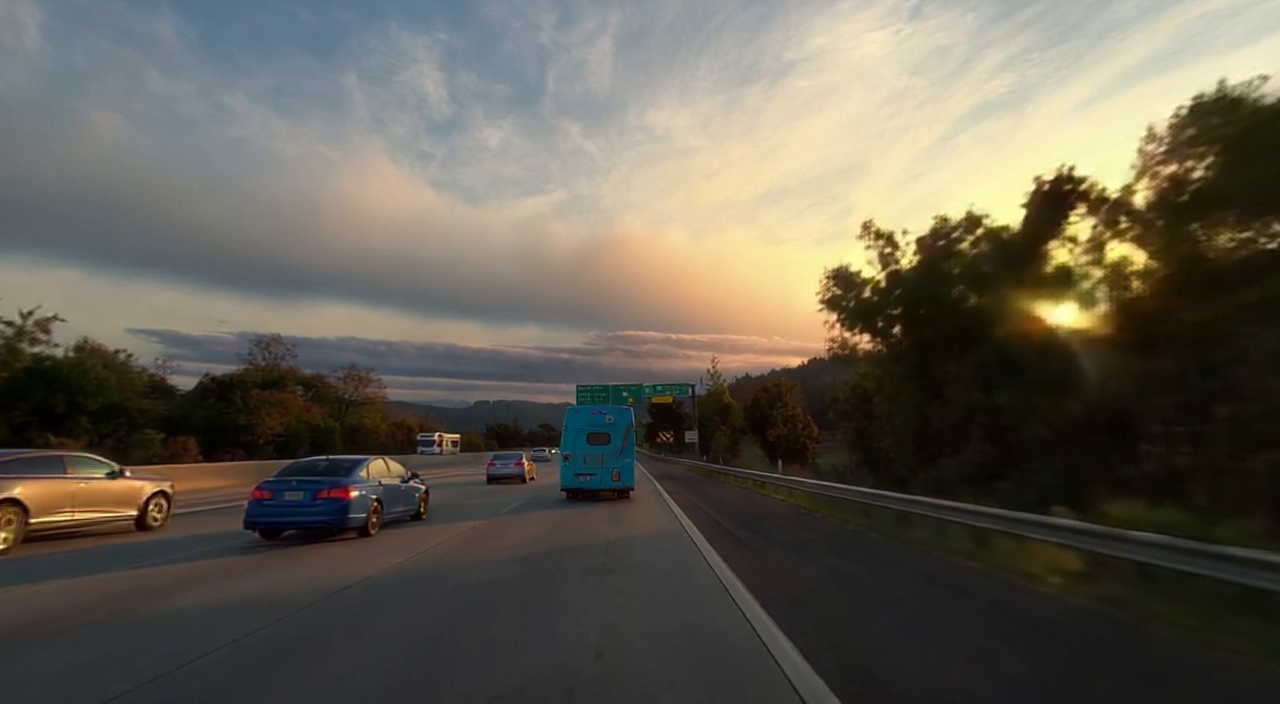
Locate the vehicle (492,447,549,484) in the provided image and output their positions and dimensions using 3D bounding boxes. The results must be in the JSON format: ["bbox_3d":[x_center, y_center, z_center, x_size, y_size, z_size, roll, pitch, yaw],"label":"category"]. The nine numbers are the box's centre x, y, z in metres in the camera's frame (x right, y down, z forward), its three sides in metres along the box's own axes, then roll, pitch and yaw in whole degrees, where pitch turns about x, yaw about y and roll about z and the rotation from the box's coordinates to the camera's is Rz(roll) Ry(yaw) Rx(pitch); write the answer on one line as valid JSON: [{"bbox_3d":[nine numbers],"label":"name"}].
[{"bbox_3d":[-5.152,4.922,27.602,1.872,1.480,3.545,0,-9,-1],"label":"vehicle"}]

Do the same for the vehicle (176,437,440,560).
[{"bbox_3d":[-4.658,2.083,9.660,1.876,1.438,4.072,0,-9,-1],"label":"vehicle"}]

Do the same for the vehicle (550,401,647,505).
[{"bbox_3d":[-1.105,2.899,18.294,2.394,2.556,5.232,0,-9,-2],"label":"vehicle"}]

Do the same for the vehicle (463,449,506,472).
[{"bbox_3d":[-10.339,7.229,42.160,1.886,1.462,4.084,0,-9,-1],"label":"vehicle"}]

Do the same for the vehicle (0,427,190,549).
[{"bbox_3d":[-9.682,2.067,9.924,2.010,1.621,4.252,0,-9,-1],"label":"vehicle"}]
